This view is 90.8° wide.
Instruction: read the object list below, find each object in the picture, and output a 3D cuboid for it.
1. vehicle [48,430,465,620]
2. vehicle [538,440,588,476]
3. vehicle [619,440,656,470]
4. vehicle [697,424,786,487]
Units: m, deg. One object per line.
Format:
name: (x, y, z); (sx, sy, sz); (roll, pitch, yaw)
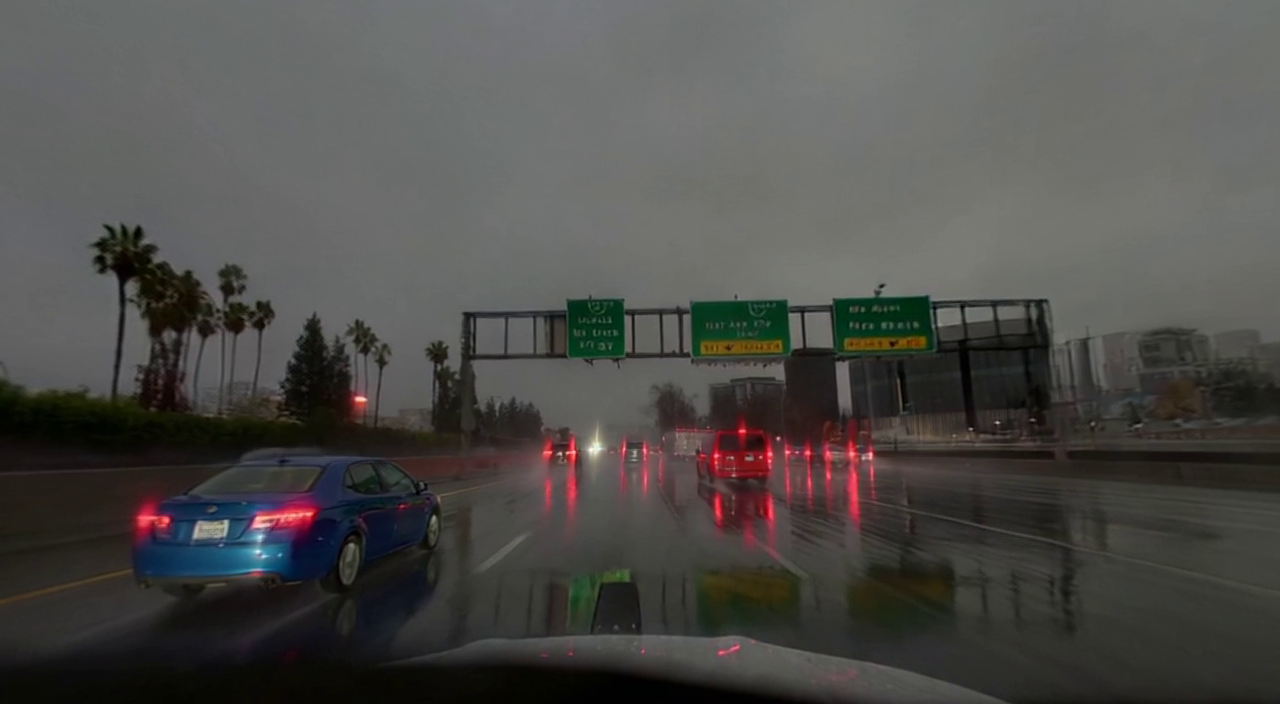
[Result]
vehicle: (-3.630, 1.698, 7.210); (1.991, 1.469, 4.381); (0, -9, 0)
vehicle: (-4.082, 5.688, 34.225); (2.109, 1.793, 4.613); (0, -9, 0)
vehicle: (-0.195, 6.558, 40.347); (2.212, 1.786, 4.198); (0, -9, -1)
vehicle: (3.637, 3.877, 23.869); (2.250, 2.074, 5.723); (0, -9, -2)
